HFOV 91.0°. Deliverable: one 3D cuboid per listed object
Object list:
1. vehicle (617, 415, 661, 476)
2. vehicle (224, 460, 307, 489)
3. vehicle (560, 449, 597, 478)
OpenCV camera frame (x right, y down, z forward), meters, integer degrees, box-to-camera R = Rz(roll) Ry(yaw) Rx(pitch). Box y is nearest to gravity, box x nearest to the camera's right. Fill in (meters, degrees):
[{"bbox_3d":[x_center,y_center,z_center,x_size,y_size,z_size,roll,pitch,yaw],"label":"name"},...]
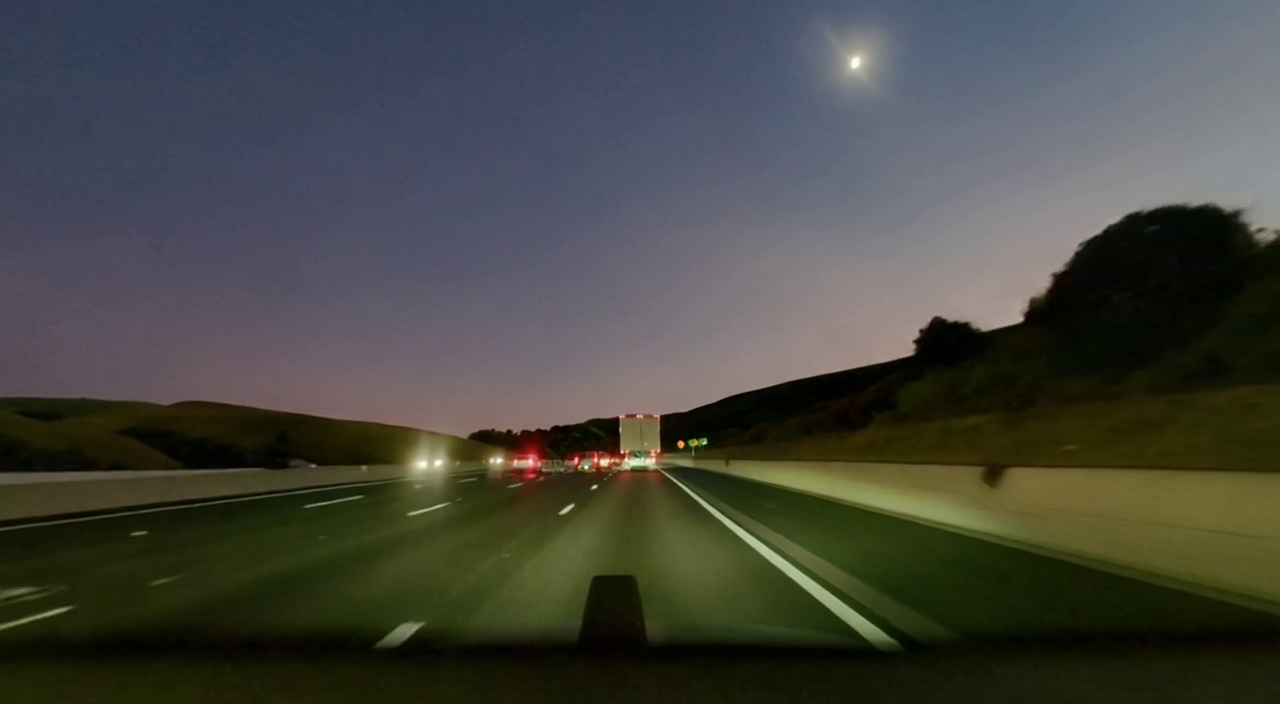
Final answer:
[{"bbox_3d":[-0.010,7.432,49.742,3.039,4.131,11.822,-1,-9,1],"label":"vehicle"},{"bbox_3d":[-21.917,7.173,37.097,1.943,1.506,4.682,-1,-9,1],"label":"vehicle"},{"bbox_3d":[-4.064,7.390,42.044,2.053,1.746,4.508,-1,-9,0],"label":"vehicle"}]
